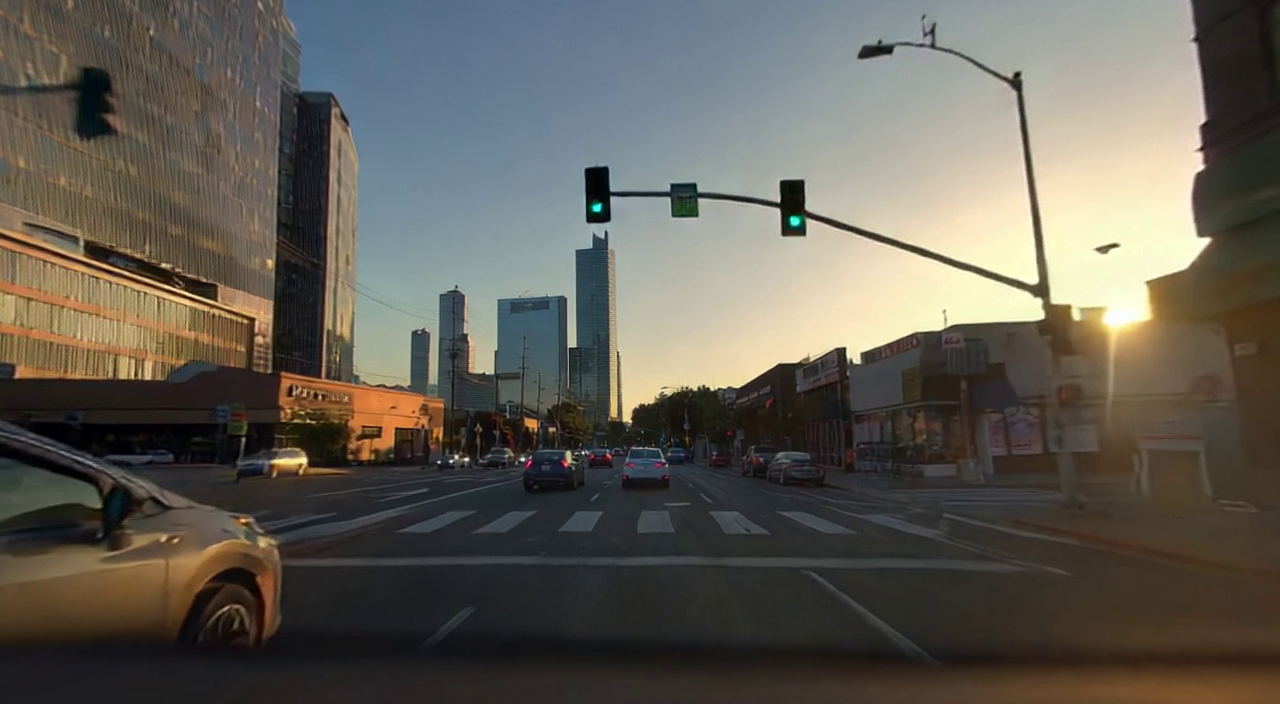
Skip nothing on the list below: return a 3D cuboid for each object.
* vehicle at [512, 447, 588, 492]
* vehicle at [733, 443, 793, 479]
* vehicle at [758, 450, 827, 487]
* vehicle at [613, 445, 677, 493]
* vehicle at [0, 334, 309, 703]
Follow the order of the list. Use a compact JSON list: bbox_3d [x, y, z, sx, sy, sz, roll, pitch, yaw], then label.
[{"bbox_3d":[-3.118,4.173,22.786,1.950,1.450,4.257,-1,-9,2],"label":"vehicle"},{"bbox_3d":[6.673,5.975,34.799,2.159,1.817,5.056,0,-9,-1],"label":"vehicle"},{"bbox_3d":[6.593,5.077,27.763,1.944,1.462,4.406,0,-9,0],"label":"vehicle"},{"bbox_3d":[0.195,4.023,22.035,2.037,1.484,4.073,0,-9,1],"label":"vehicle"},{"bbox_3d":[-2.960,0.695,1.334,2.049,1.646,4.445,0,-9,1],"label":"vehicle"}]
